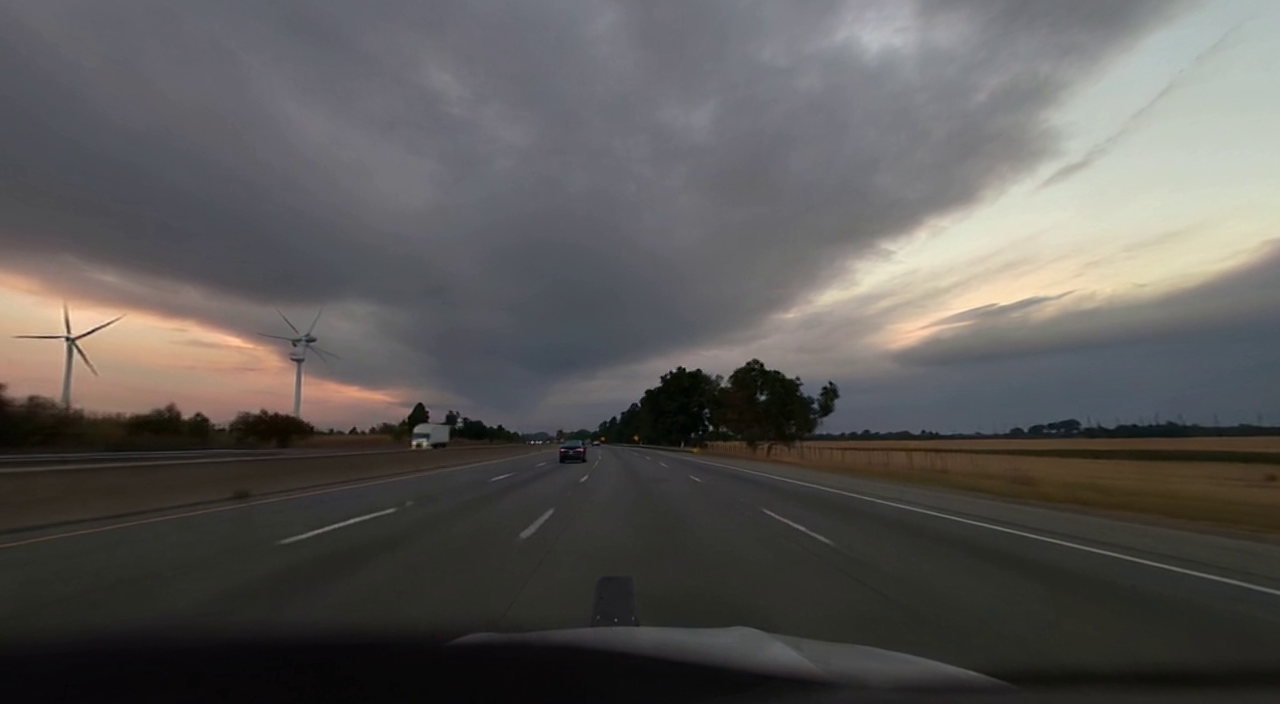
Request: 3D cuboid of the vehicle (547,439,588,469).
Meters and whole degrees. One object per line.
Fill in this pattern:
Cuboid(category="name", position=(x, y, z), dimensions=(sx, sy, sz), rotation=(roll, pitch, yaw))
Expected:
Cuboid(category="vehicle", position=(-4.054, 5.757, 35.782), dimensions=(2.053, 1.549, 4.097), rotation=(0, -8, -3))
